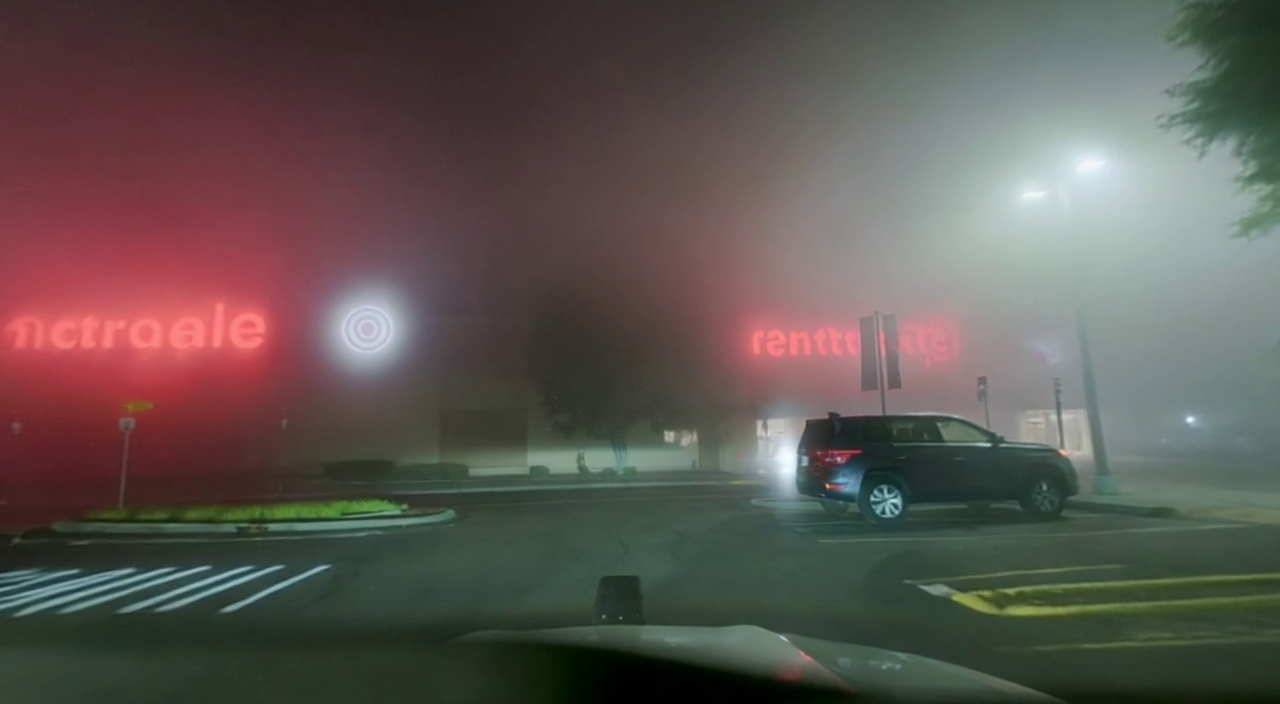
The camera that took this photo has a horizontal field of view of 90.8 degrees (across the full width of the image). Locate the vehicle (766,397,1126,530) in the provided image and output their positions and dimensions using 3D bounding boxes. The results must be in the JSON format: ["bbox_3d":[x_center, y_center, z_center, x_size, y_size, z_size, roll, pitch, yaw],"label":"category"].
[{"bbox_3d":[4.909,1.815,10.742,4.864,1.916,2.413,0,-8,-7],"label":"vehicle"}]
